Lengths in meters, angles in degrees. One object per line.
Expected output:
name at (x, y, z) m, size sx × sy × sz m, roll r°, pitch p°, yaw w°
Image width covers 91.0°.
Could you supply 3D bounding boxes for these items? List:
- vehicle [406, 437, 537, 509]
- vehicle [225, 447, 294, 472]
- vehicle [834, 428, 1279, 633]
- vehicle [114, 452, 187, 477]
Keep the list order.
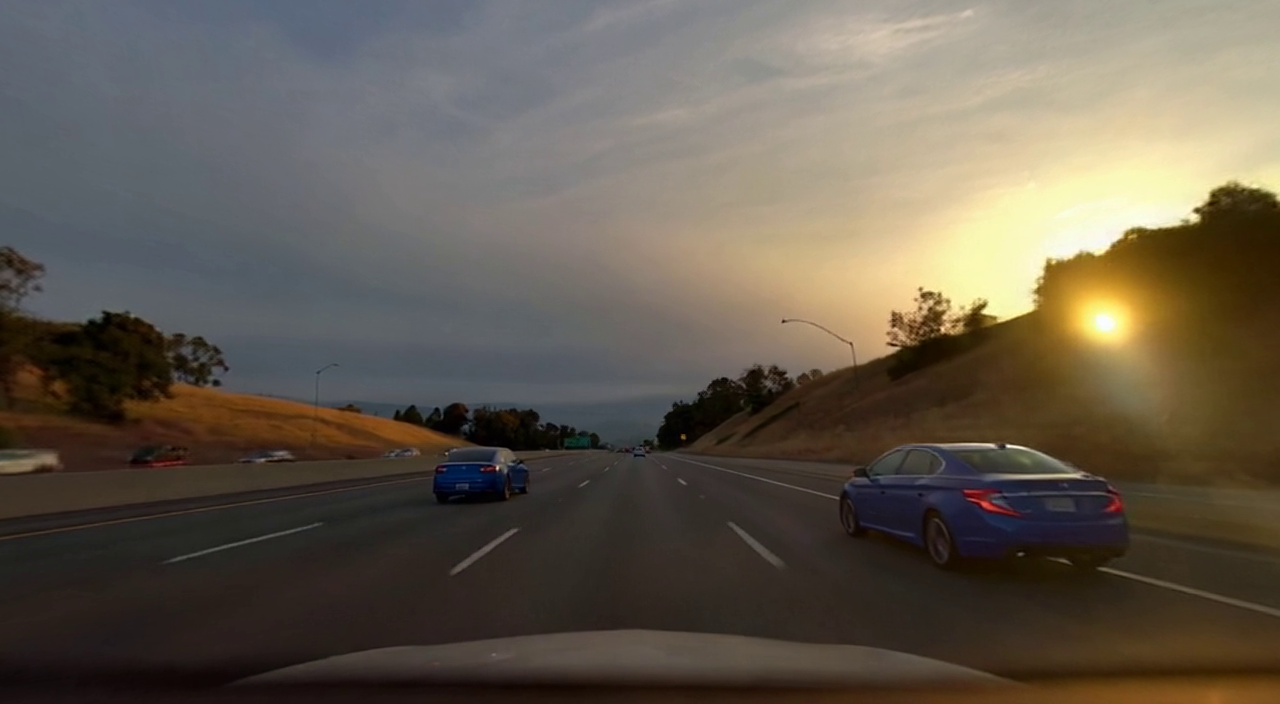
vehicle at (-3.994, 2.932, 15.777) m, size 1.987 × 1.516 × 4.478 m, roll 0°, pitch -9°, yaw 1°
vehicle at (-28.815, 8.163, 47.912) m, size 2.033 × 1.774 × 5.027 m, roll 0°, pitch -9°, yaw 1°
vehicle at (4.007, 1.677, 7.074) m, size 2.049 × 1.481 × 4.774 m, roll 0°, pitch -9°, yaw -1°
vehicle at (-36.357, 8.359, 46.915) m, size 1.882 × 1.744 × 4.480 m, roll 0°, pitch -9°, yaw -1°
